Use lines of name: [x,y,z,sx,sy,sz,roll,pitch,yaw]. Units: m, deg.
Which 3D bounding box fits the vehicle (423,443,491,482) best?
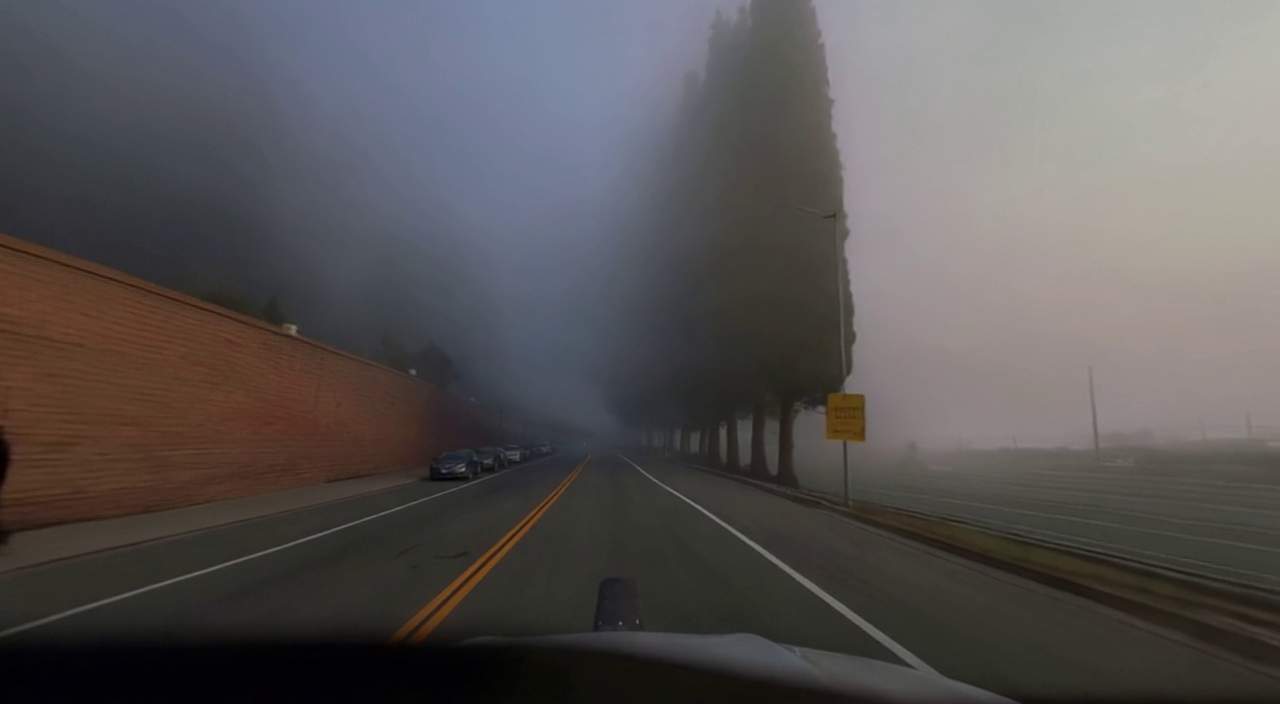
vehicle: [-8.088,4.902,28.359,1.899,1.485,4.593,2,-8,-3]
